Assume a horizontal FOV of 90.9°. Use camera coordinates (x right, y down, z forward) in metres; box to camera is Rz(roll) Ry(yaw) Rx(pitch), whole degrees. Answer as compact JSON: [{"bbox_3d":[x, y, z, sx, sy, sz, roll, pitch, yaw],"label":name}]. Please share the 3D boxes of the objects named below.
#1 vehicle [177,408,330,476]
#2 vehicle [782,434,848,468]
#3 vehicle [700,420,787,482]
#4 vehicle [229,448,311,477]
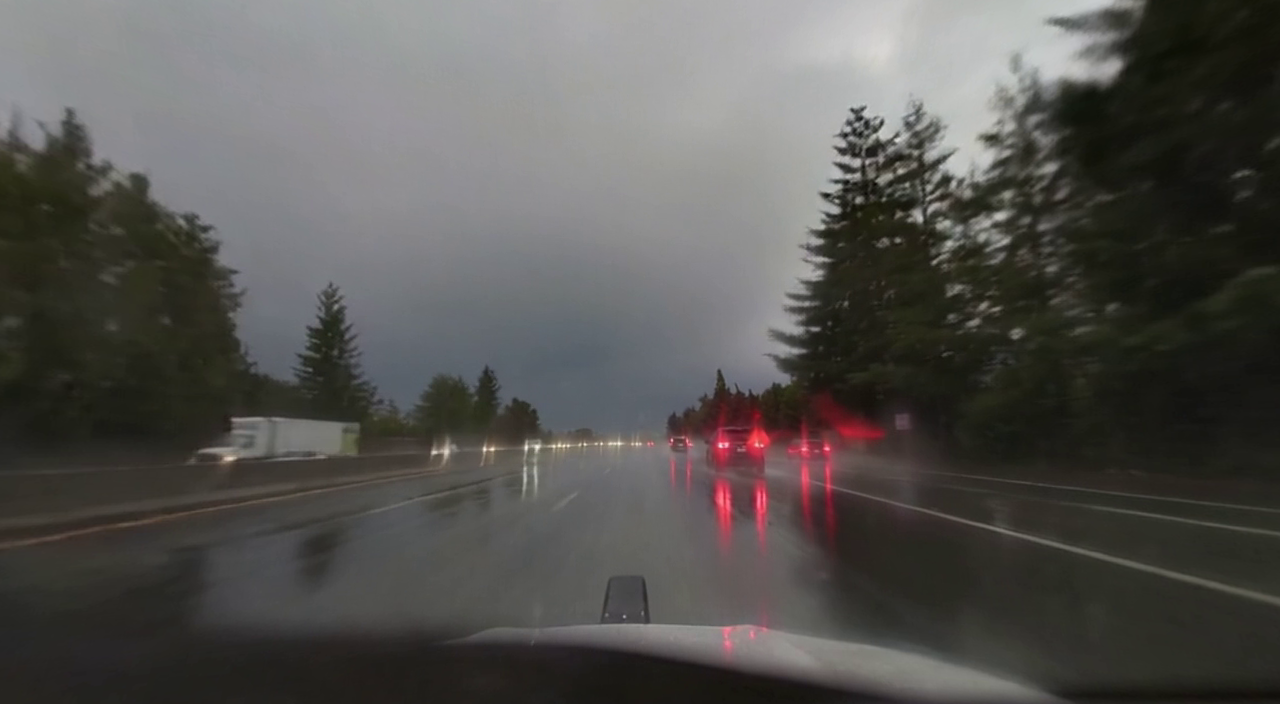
[{"bbox_3d":[-24.824,5.941,41.655,2.979,3.823,11.123,0,-8,0],"label":"vehicle"},{"bbox_3d":[9.240,5.255,33.675,2.045,1.658,4.598,0,-8,-2],"label":"vehicle"},{"bbox_3d":[3.599,3.603,23.168,2.218,1.964,5.662,0,-8,0],"label":"vehicle"},{"bbox_3d":[-20.855,6.208,35.791,1.912,1.449,4.574,0,-8,0],"label":"vehicle"}]
